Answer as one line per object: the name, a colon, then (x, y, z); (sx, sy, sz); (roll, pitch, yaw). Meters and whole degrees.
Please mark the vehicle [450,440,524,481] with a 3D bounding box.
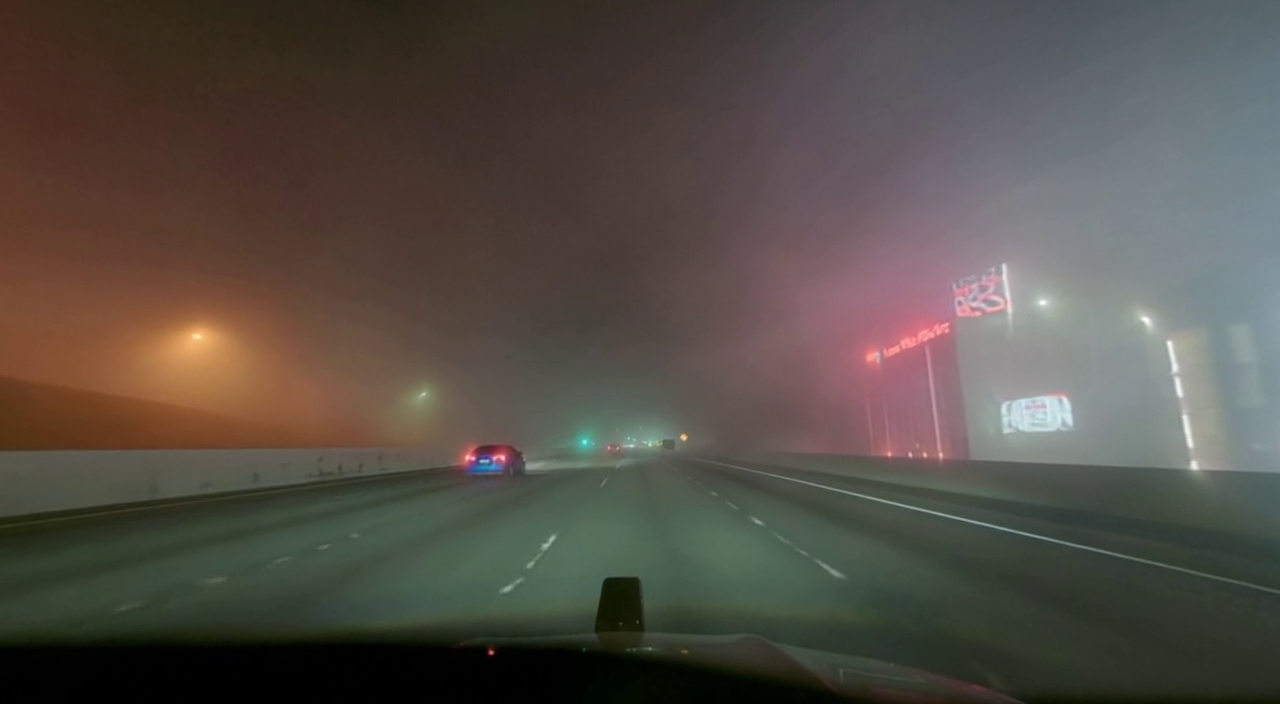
vehicle: (-6.198, 4.448, 26.149); (1.990, 1.529, 4.288); (0, -8, 0)
